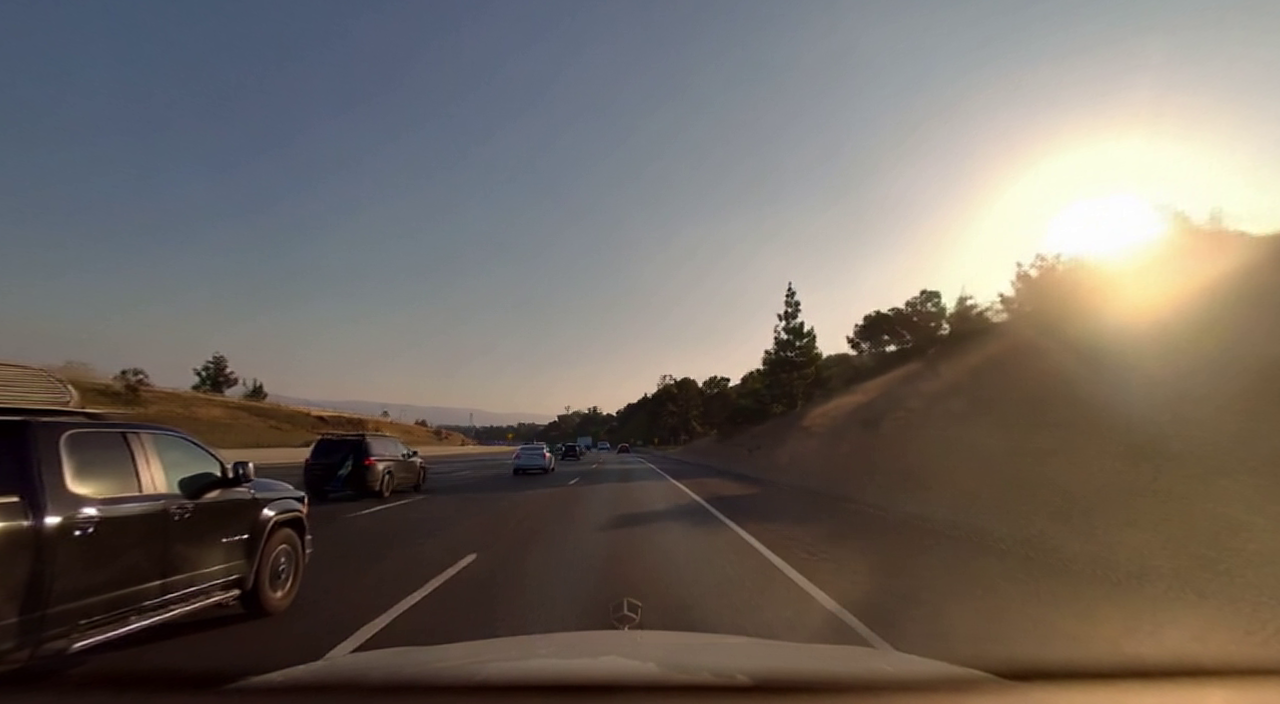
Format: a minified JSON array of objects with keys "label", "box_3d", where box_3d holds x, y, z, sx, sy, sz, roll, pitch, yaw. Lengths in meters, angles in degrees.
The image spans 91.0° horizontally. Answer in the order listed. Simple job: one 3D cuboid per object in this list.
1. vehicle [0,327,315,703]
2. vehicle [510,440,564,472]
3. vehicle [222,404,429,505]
[{"label":"vehicle","box_3d":[-3.899,0.804,2.755,2.200,1.807,5.041,0,-9,1]},{"label":"vehicle","box_3d":[-5.141,5.251,31.948,2.012,1.509,4.359,0,-9,0]},{"label":"vehicle","box_3d":[-8.068,2.749,17.178,2.594,2.254,6.028,0,-9,-1]}]
